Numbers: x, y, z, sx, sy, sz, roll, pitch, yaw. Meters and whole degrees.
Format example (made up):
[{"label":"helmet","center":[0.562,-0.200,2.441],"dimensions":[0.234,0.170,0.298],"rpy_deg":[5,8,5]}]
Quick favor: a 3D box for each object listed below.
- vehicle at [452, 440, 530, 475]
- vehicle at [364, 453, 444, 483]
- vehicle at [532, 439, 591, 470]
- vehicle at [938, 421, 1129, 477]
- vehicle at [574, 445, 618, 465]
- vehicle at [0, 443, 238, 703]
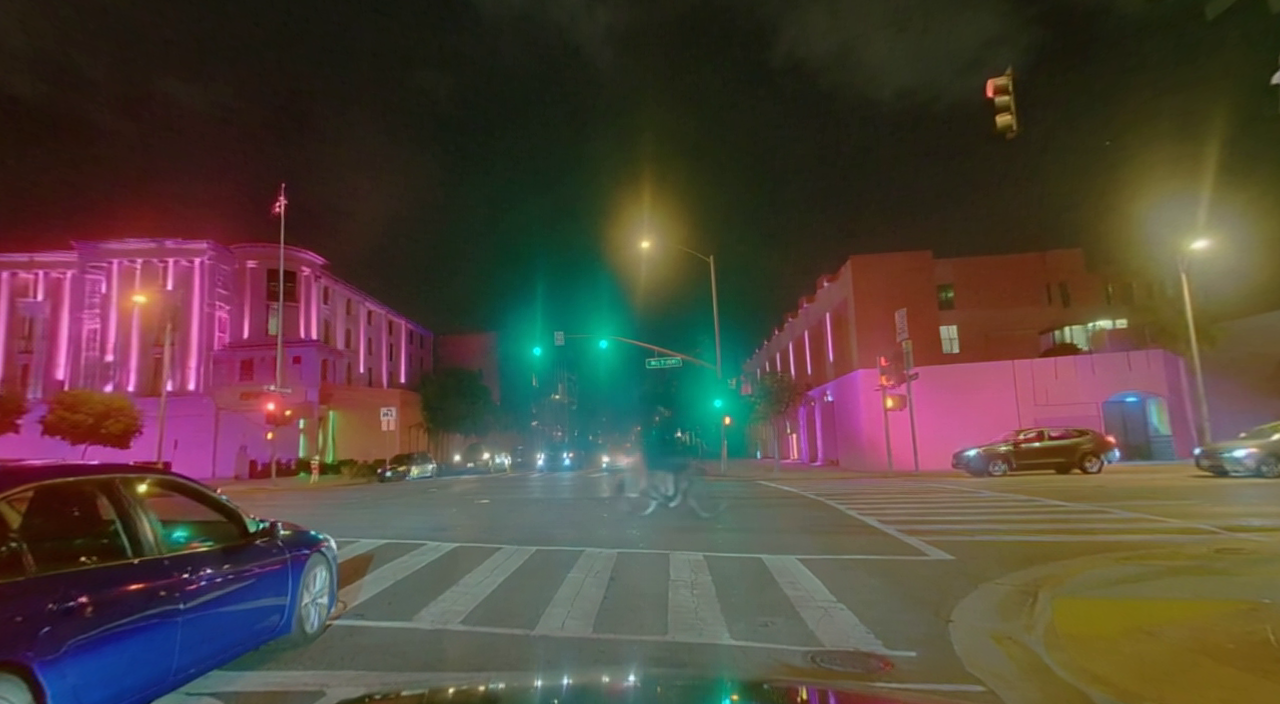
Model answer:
[{"label":"vehicle","center":[-8.388,5.978,36.054],"dimensions":[2.152,1.825,5.406],"rpy_deg":[-2,-9,12]},{"label":"vehicle","center":[-12.569,6.177,33.898],"dimensions":[1.976,1.425,4.567],"rpy_deg":[-1,-9,9]},{"label":"vehicle","center":[-4.501,5.980,36.868],"dimensions":[1.928,1.647,4.575],"rpy_deg":[-2,-9,13]},{"label":"vehicle","center":[11.574,2.892,18.802],"dimensions":[4.355,1.546,1.820],"rpy_deg":[-1,-9,6]},{"label":"vehicle","center":[-3.024,7.188,44.115],"dimensions":[1.743,1.362,4.350],"rpy_deg":[-2,-9,14]},{"label":"vehicle","center":[-3.671,0.977,2.153],"dimensions":[1.759,1.325,4.295],"rpy_deg":[0,-9,0]}]
